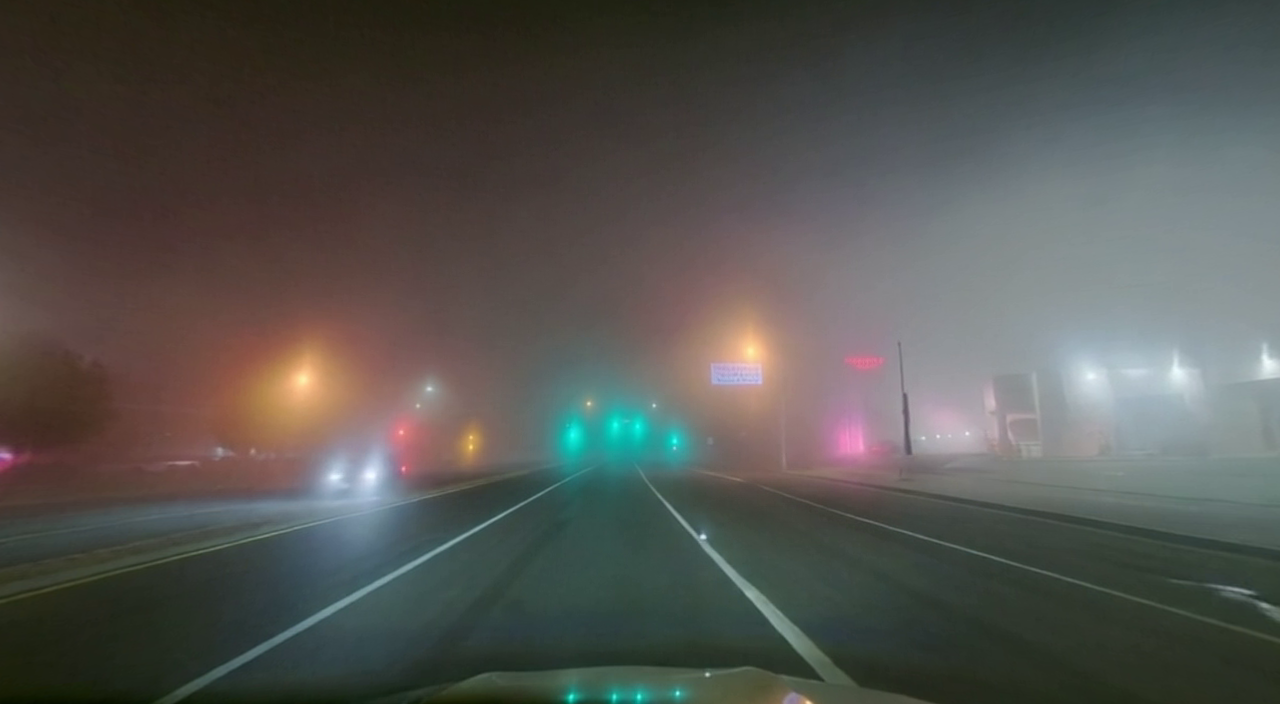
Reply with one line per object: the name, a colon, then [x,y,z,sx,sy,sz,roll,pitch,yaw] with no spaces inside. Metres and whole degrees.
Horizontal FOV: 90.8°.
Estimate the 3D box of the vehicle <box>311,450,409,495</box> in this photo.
vehicle: [-10.730,4.633,24.612,1.893,1.525,4.237,0,-8,-1]
